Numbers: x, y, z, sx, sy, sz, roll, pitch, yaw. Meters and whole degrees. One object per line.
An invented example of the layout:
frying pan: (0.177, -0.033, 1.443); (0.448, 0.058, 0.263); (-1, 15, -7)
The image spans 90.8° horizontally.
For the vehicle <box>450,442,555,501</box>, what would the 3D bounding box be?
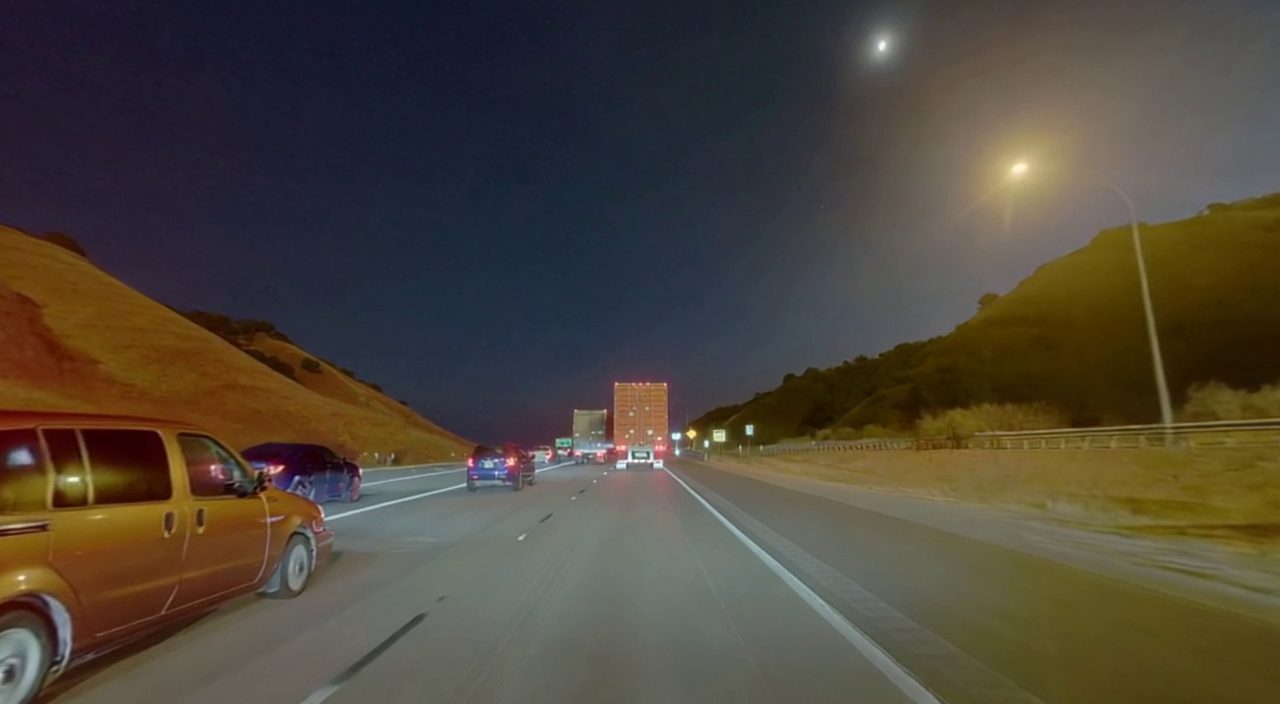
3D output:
vehicle: (-3.699, 3.279, 17.765); (1.950, 1.446, 4.224); (0, -8, 1)

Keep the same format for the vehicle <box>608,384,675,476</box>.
vehicle: (0.142, 4.193, 33.075); (2.913, 3.988, 10.874); (0, -8, 1)

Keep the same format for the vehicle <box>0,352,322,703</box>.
vehicle: (-4.071, 0.964, 3.382); (2.136, 1.779, 4.875); (0, -8, 1)
